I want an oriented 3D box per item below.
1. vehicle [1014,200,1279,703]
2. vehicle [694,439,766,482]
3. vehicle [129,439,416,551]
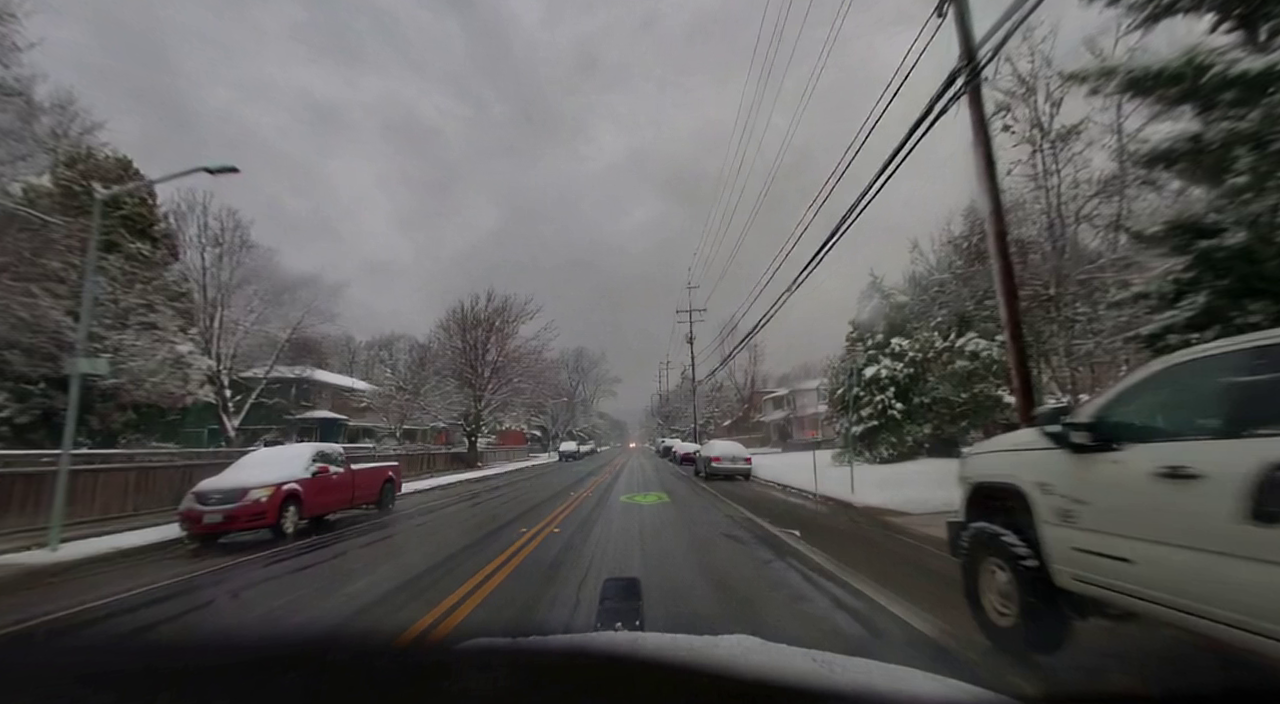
[{"bbox_3d":[3.454,0.294,0.255,2.382,2.186,6.650,0,-8,-1],"label":"vehicle"},{"bbox_3d":[3.480,4.308,25.483,2.024,1.554,4.867,0,-8,-2],"label":"vehicle"},{"bbox_3d":[-6.652,2.594,12.594,2.195,1.684,5.802,-1,-8,1],"label":"vehicle"}]
